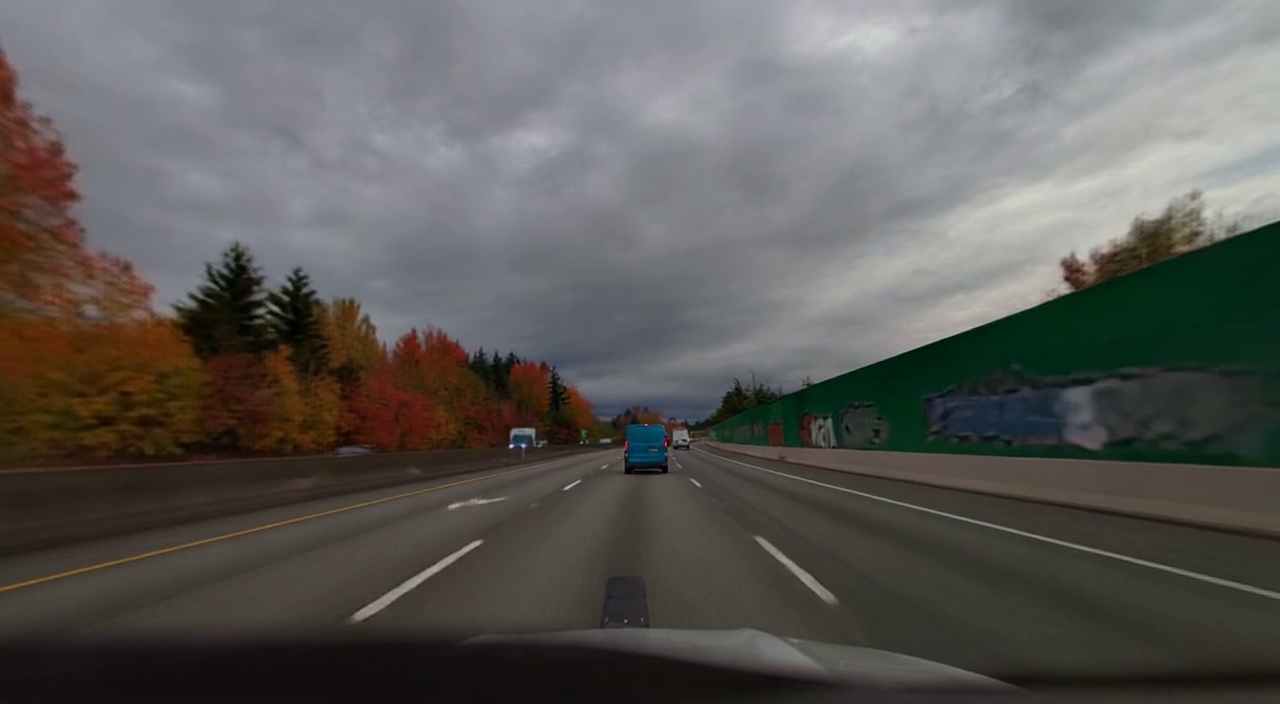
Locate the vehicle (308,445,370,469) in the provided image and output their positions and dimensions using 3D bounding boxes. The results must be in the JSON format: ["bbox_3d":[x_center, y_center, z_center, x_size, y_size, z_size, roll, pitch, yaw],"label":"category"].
[{"bbox_3d":[-20.833,7.252,43.736,1.866,1.534,4.784,0,-8,1],"label":"vehicle"}]

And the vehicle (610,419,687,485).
[{"bbox_3d":[0.242,3.318,21.066,2.283,1.956,4.421,0,-8,0],"label":"vehicle"}]
